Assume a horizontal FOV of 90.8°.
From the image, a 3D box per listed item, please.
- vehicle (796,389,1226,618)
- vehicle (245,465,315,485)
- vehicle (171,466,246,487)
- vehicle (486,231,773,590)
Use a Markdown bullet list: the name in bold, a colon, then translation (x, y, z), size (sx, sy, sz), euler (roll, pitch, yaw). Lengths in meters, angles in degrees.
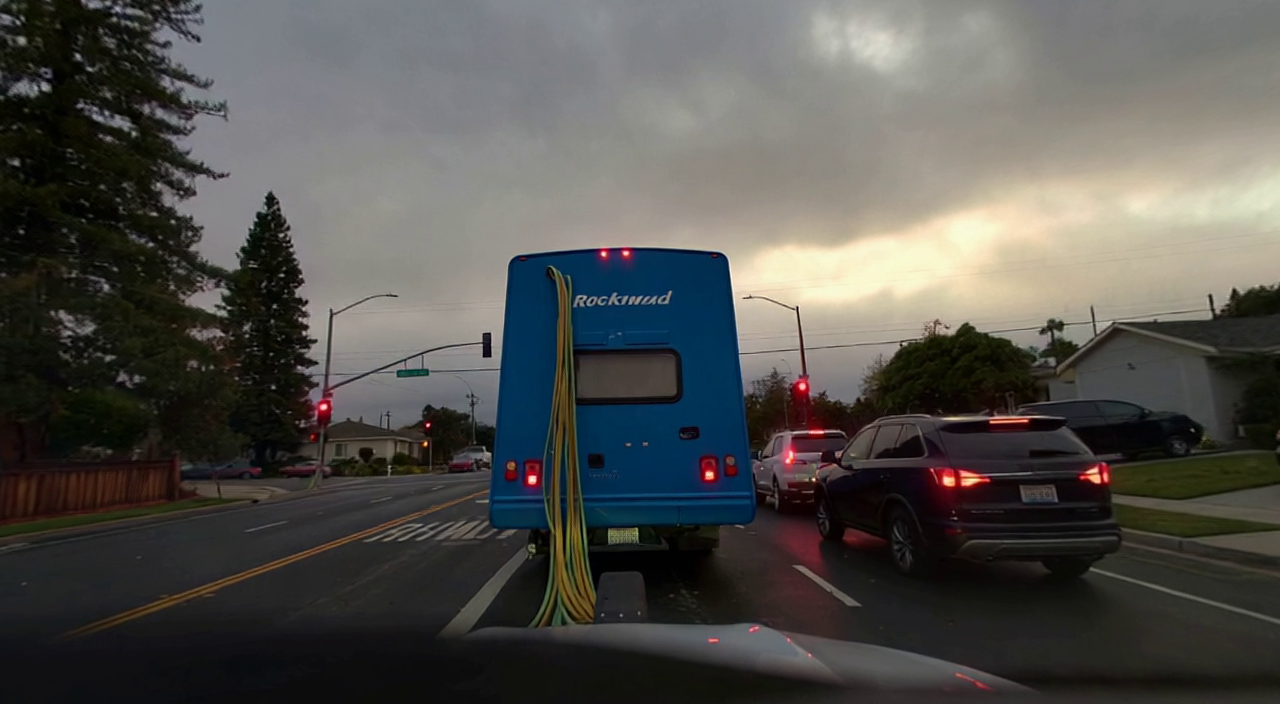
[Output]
- **vehicle**: translation (3.404, 1.491, 7.121), size (2.104, 1.735, 4.408), euler (0, -9, 0)
- **vehicle**: translation (-27.403, 9.357, 48.145), size (4.187, 1.445, 1.809), euler (0, -9, 0)
- **vehicle**: translation (-32.693, 9.405, 47.958), size (4.311, 1.458, 1.707), euler (0, -9, -3)
- **vehicle**: translation (-0.100, 1.109, 10.273), size (2.709, 3.511, 8.213), euler (0, -9, 0)
